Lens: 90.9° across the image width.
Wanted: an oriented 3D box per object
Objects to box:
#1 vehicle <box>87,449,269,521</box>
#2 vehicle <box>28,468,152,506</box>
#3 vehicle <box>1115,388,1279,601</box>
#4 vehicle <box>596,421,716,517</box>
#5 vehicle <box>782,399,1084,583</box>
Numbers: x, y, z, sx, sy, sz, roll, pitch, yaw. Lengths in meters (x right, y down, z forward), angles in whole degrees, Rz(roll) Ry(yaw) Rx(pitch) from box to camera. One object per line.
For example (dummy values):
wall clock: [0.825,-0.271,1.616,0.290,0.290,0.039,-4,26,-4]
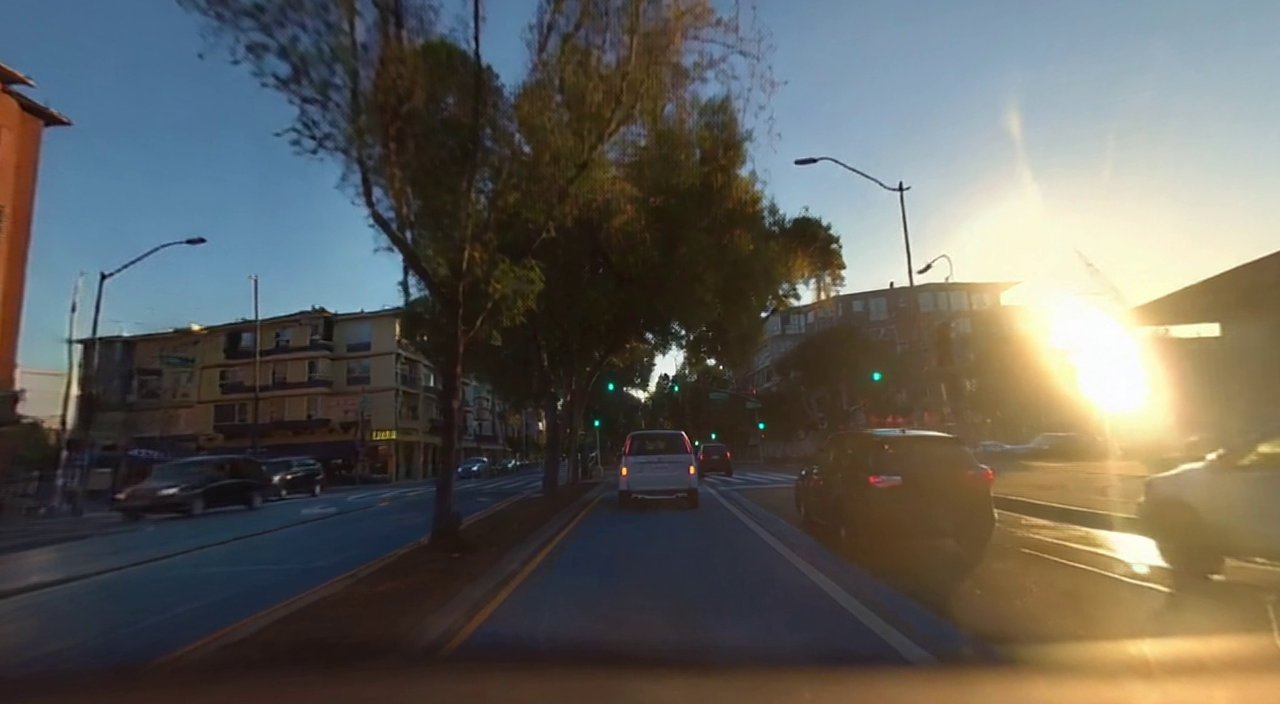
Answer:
vehicle: [-13.798,3.937,19.290,1.914,1.889,4.585,-1,-9,2]
vehicle: [-29.015,7.113,33.400,4.558,1.818,2.120,0,-9,1]
vehicle: [6.449,1.123,4.792,2.066,1.790,4.663,0,-9,1]
vehicle: [0.313,2.489,13.780,2.209,1.748,4.130,0,-9,1]
vehicle: [3.286,1.646,8.176,1.939,1.746,4.091,0,-9,1]
